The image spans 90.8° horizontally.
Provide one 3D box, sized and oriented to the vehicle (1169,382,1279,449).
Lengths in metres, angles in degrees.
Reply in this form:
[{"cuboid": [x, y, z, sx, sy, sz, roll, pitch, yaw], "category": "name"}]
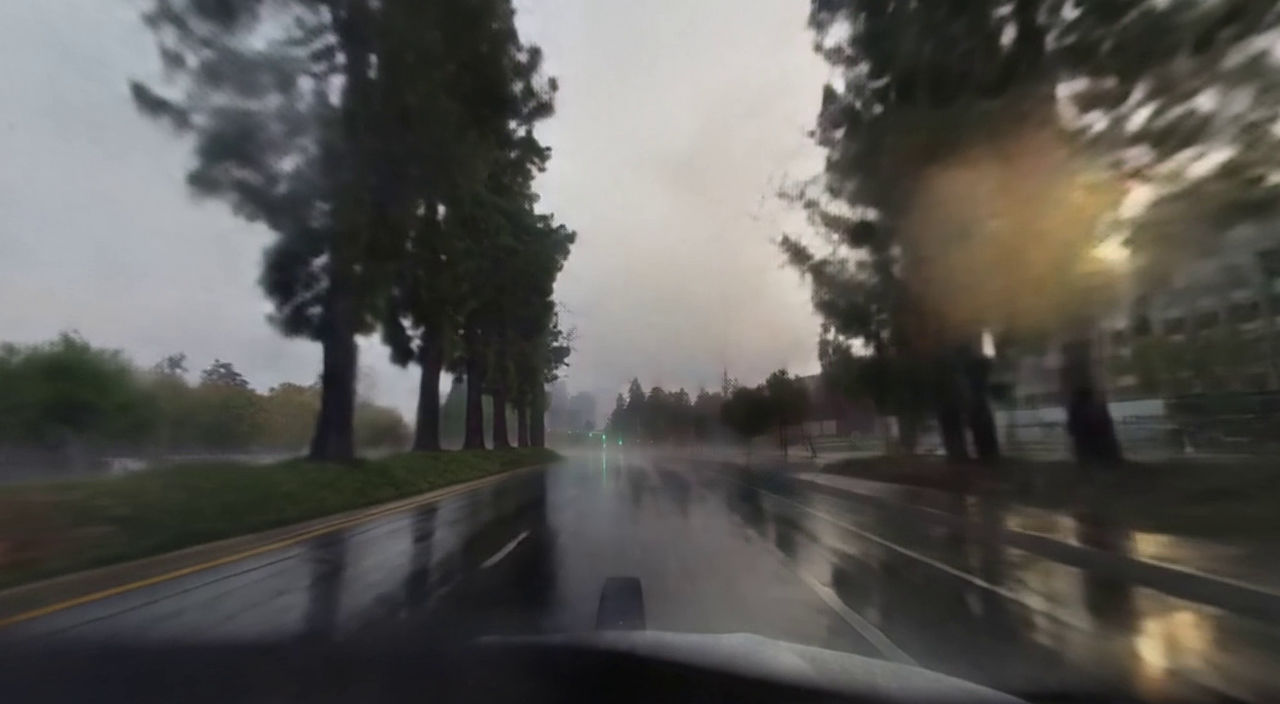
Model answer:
[{"cuboid": [29.525, 2.934, 28.607, 8.483, 2.834, 2.843, 0, -8, 0], "category": "vehicle"}]
